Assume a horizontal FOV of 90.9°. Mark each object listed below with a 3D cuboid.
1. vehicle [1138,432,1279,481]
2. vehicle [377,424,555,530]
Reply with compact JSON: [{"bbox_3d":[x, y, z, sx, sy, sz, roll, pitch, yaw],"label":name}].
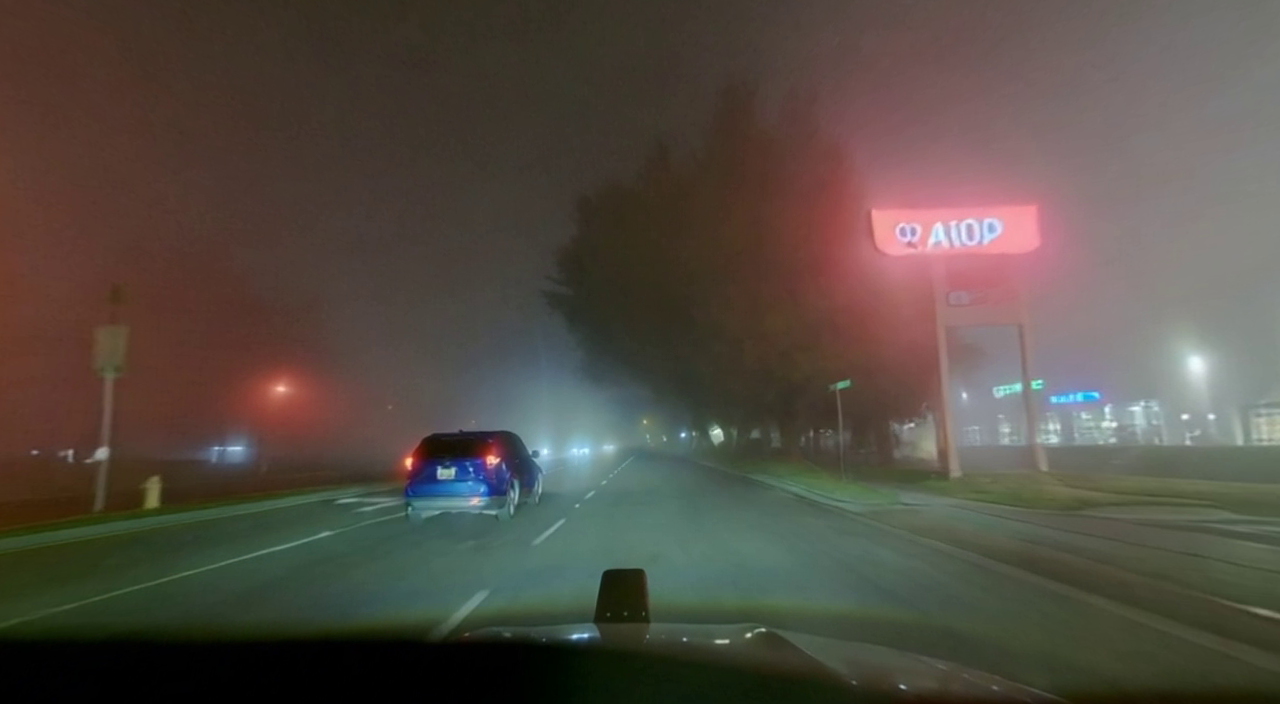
[{"bbox_3d":[21.773,3.911,23.934,1.917,1.646,4.676,-1,-8,1],"label":"vehicle"},{"bbox_3d":[-3.041,2.280,12.101,2.127,1.654,4.121,-1,-8,2],"label":"vehicle"}]
